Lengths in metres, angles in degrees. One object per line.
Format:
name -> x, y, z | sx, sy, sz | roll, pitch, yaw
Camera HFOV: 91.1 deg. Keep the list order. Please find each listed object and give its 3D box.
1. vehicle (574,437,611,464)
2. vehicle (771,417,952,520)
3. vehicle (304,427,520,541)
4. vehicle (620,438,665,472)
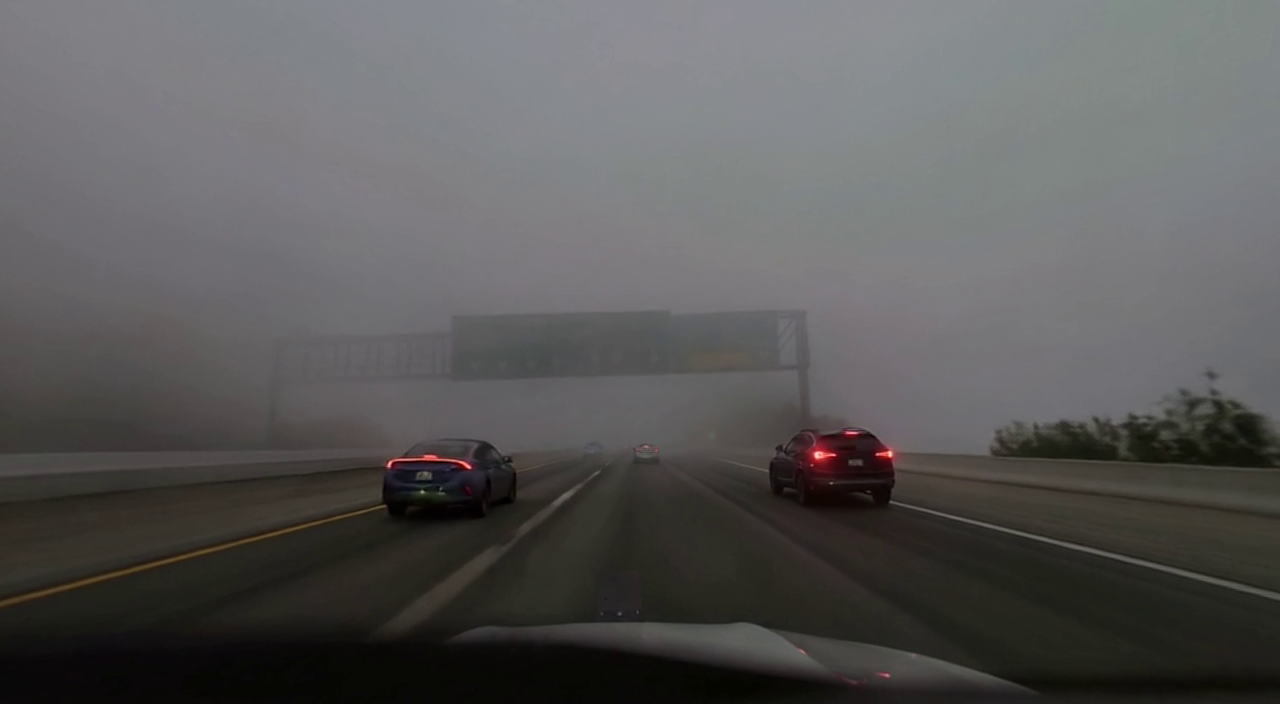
vehicle -> -3.065, 6.443, 41.189 | 2.044, 1.682, 4.201 | -1, -8, 1
vehicle -> 4.212, 2.281, 12.837 | 2.025, 1.707, 4.279 | 0, -8, -1
vehicle -> -3.601, 2.160, 11.016 | 2.066, 1.561, 4.495 | 0, -8, 1
vehicle -> 0.143, 5.044, 31.097 | 2.049, 1.542, 3.816 | 0, -8, 1
